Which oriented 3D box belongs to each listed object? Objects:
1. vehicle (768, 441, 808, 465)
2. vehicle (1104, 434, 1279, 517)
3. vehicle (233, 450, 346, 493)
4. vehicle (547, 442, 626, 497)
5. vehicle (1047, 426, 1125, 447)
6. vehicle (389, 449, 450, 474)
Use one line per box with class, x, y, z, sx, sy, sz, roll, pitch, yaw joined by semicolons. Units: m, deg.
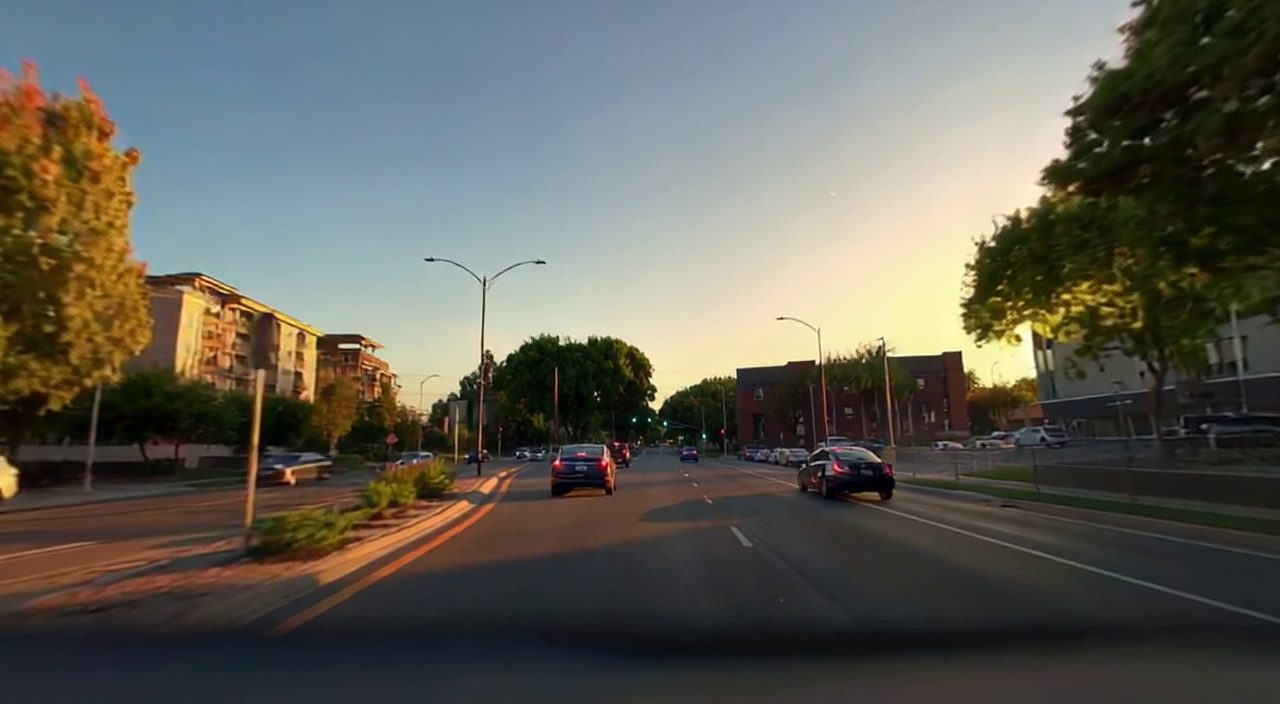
vehicle;11.314;7.759;48.638;1.975;1.677;4.400;0;-8;0
vehicle;12.295;2.432;12.902;2.062;1.442;4.533;0;-8;-2
vehicle;-13.523;4.599;24.749;1.882;1.475;4.522;0;-8;0
vehicle;-1.615;3.530;19.474;2.144;1.447;4.421;0;-8;-4
vehicle;34.881;6.622;49.452;4.531;1.596;1.929;-1;-8;2
vehicle;-13.912;6.908;40.201;2.149;1.468;4.707;-1;-8;1
